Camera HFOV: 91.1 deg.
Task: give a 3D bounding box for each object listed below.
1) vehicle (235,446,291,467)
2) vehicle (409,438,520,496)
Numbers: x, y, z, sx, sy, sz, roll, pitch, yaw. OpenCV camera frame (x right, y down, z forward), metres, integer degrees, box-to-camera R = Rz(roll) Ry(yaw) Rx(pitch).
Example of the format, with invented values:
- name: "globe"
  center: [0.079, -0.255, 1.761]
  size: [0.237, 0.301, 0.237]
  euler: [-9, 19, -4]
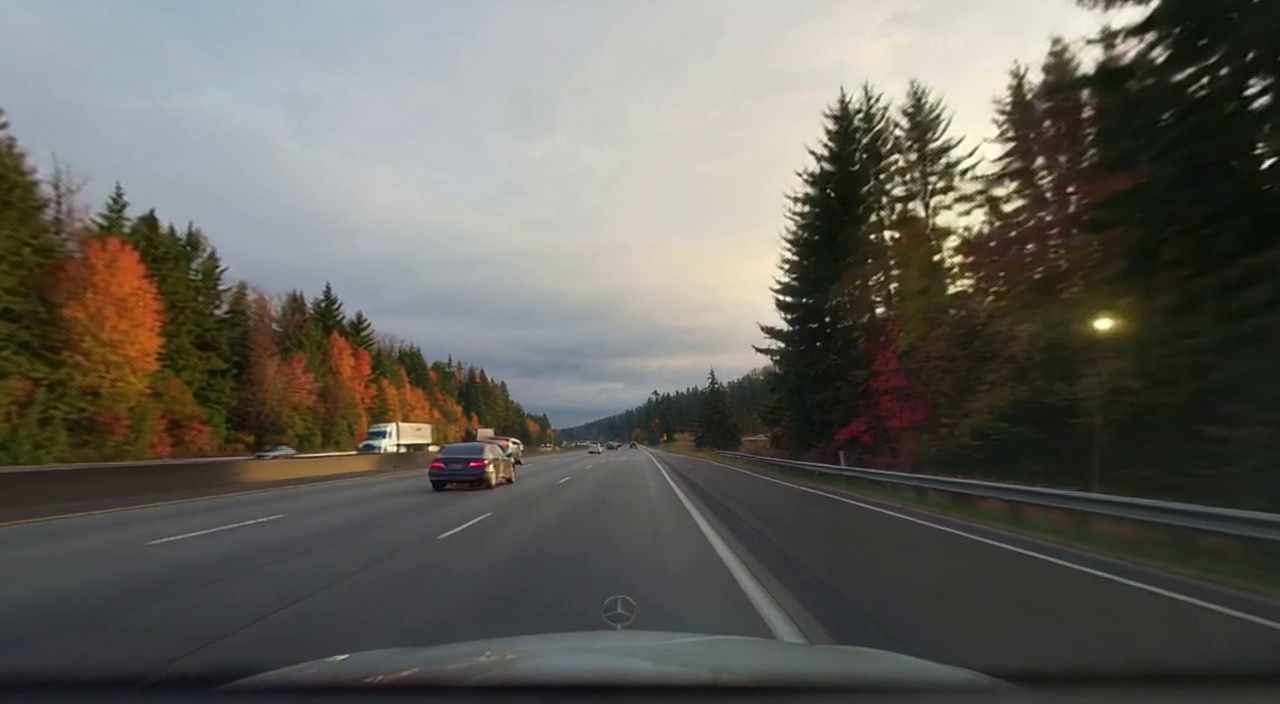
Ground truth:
- name: "vehicle"
  center: [-29.186, 8.093, 48.780]
  size: [1.761, 1.477, 3.966]
  euler: [0, -8, 1]
- name: "vehicle"
  center: [-4.986, 3.288, 18.560]
  size: [2.004, 1.497, 4.260]
  euler: [0, -8, 1]
